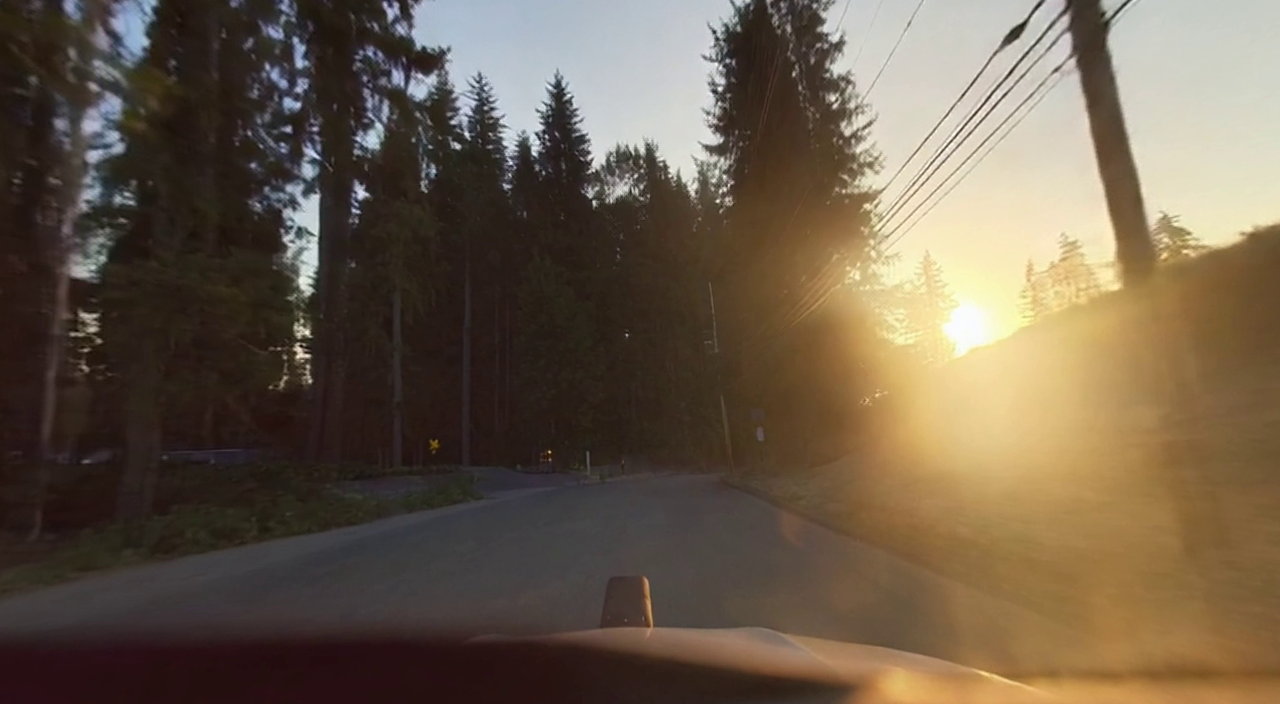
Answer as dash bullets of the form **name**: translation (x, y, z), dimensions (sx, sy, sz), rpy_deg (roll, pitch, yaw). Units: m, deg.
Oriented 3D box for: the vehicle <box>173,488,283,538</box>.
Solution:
- **vehicle**: translation (-17.274, 6.675, 26.411), dimensions (4.043, 1.673, 1.970), rpy_deg (-4, -10, 26)
